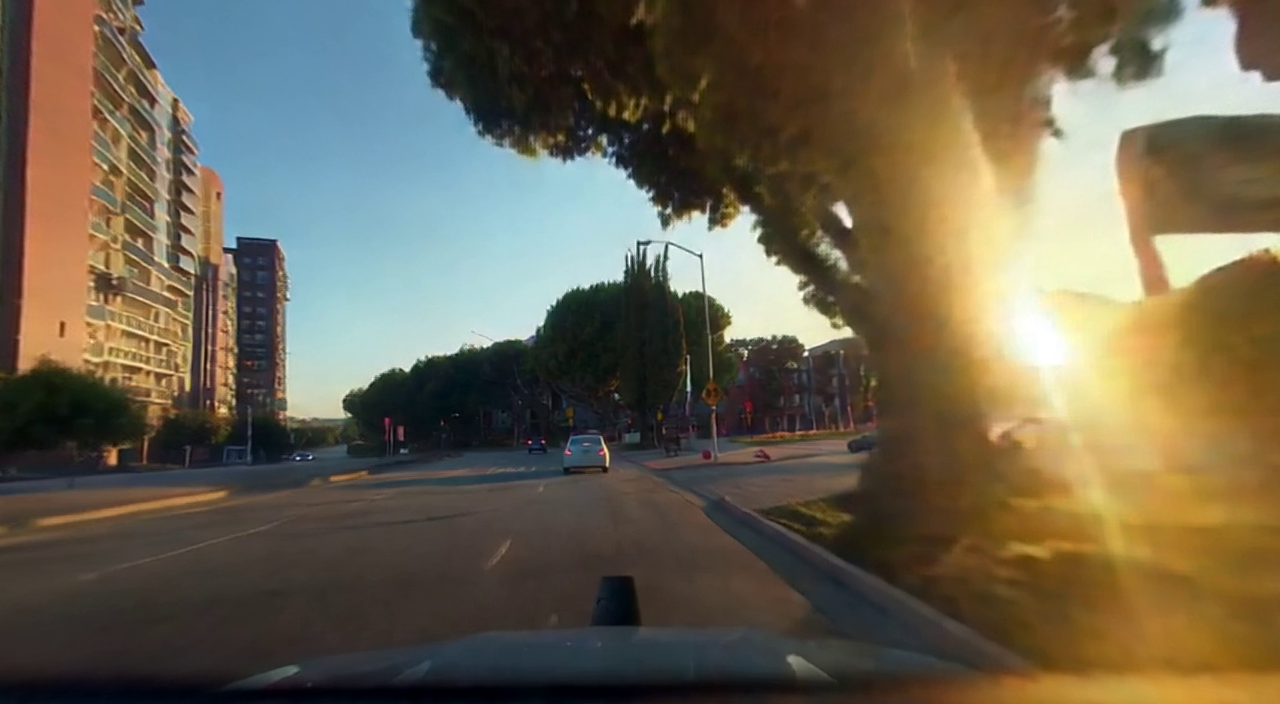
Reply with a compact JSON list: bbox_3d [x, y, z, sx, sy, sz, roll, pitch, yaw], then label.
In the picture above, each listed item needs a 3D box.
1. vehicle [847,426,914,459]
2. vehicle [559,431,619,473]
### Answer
[{"bbox_3d":[16.581,6.323,43.665,1.932,1.762,4.835,1,-13,-11],"label":"vehicle"},{"bbox_3d":[-2.146,4.047,25.788,2.231,1.572,4.227,1,-8,-6],"label":"vehicle"}]
